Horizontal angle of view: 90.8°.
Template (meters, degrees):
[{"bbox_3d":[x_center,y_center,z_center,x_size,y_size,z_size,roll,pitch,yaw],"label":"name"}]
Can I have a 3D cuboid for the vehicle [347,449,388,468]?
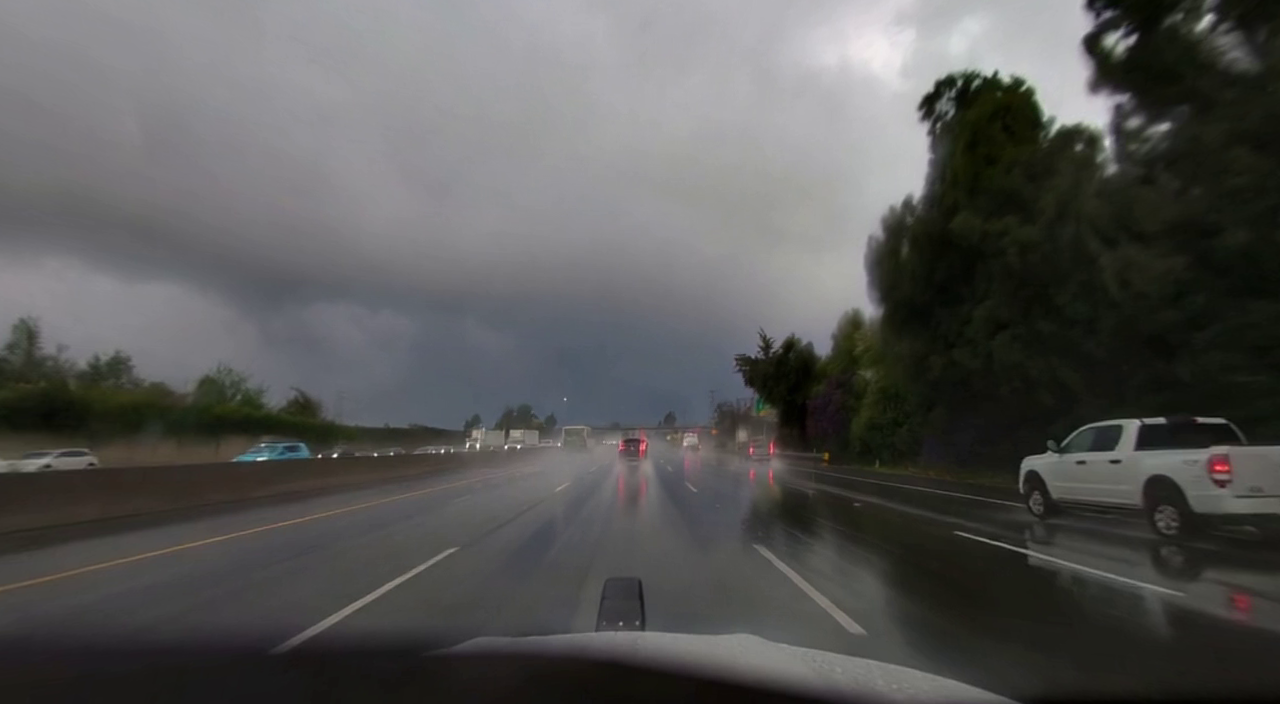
[{"bbox_3d":[-21.390,8.343,49.631,1.691,1.389,3.359,0,-9,0],"label":"vehicle"}]

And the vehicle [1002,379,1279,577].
[{"bbox_3d":[7.409,1.591,8.529,2.077,1.955,4.817,0,-9,-1],"label":"vehicle"}]

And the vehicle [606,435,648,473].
[{"bbox_3d":[-0.619,5.189,32.346,2.002,1.759,4.658,0,-8,0],"label":"vehicle"}]

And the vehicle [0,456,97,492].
[{"bbox_3d":[-25.283,5.098,26.628,1.663,1.370,3.443,0,-9,-1],"label":"vehicle"}]

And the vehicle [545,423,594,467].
[{"bbox_3d":[-4.434,6.022,40.783,2.398,2.593,5.808,0,-9,0],"label":"vehicle"}]

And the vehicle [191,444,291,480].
[{"bbox_3d":[-17.610,4.838,28.109,2.002,1.476,3.730,0,-9,-1],"label":"vehicle"}]

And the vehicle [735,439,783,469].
[{"bbox_3d":[7.027,6.056,37.680,1.944,1.666,4.184,0,-9,-2],"label":"vehicle"}]
